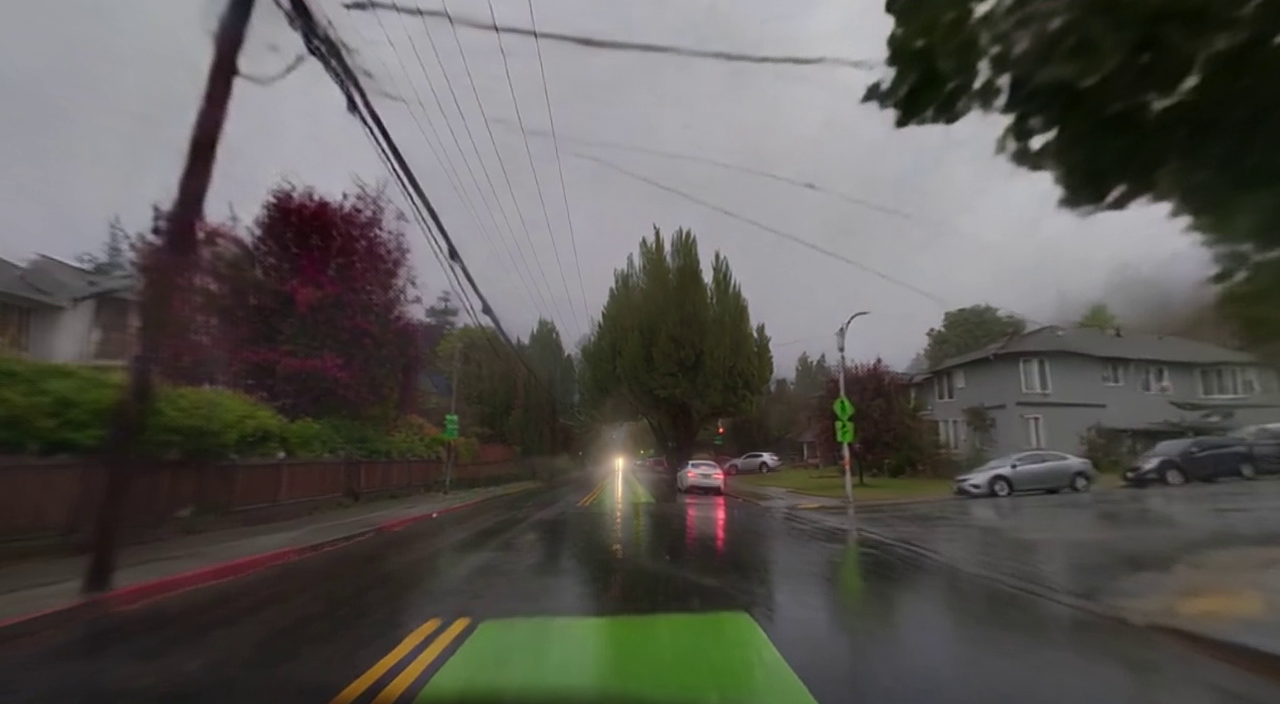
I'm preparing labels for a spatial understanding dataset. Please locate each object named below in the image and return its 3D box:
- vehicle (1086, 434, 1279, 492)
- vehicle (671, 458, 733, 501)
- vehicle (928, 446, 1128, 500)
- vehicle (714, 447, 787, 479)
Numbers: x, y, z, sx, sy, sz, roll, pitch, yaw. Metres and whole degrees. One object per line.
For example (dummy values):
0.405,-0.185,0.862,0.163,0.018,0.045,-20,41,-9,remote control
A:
17.015,3.485,19.783,4.578,1.675,2.010,0,-12,-5,vehicle
2.582,5.484,27.587,1.989,1.545,5.423,0,-9,-2,vehicle
11.759,3.742,19.385,4.809,1.494,1.940,0,-13,-3,vehicle
8.333,8.351,47.827,4.922,1.846,1.941,-5,-8,-6,vehicle
